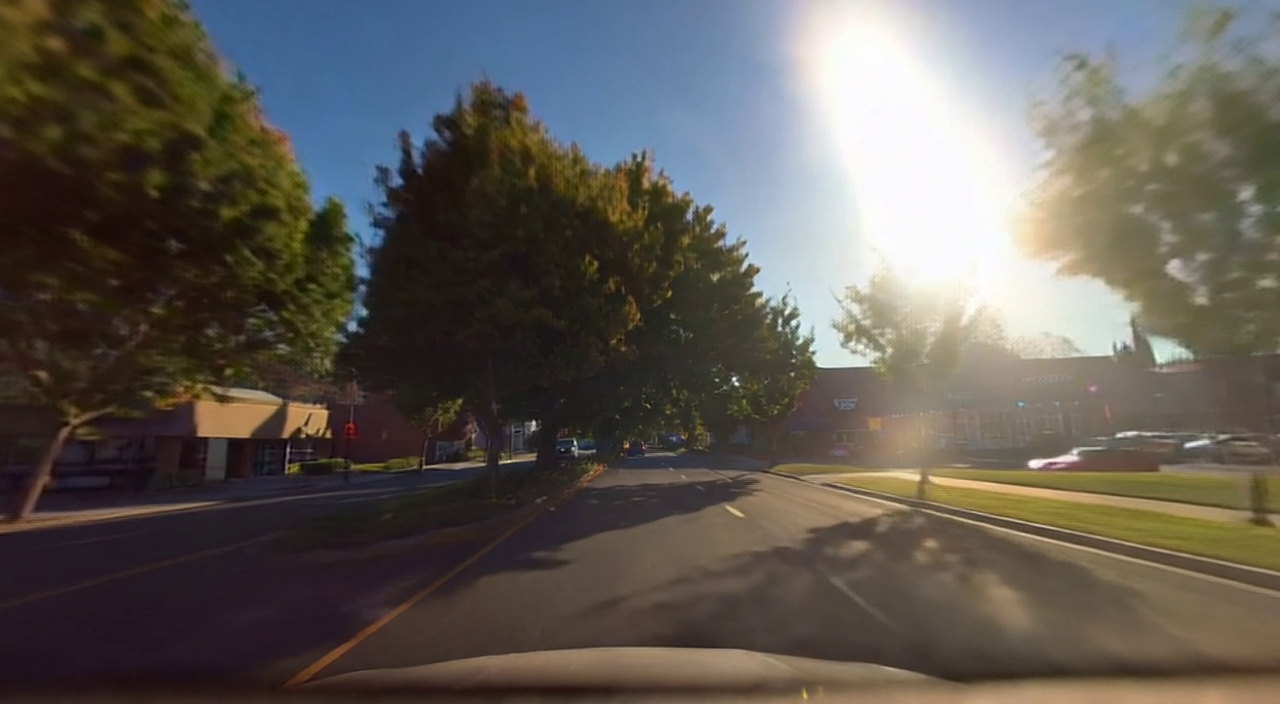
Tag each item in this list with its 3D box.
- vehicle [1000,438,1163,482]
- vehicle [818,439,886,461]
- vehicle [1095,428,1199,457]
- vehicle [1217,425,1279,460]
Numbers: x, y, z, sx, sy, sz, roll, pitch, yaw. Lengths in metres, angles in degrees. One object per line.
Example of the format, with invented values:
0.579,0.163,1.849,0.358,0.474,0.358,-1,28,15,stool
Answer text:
16.757,4.104,24.184,4.665,1.570,2.080,0,-8,0,vehicle
16.112,7.455,48.108,4.421,1.412,1.949,-2,-8,0,vehicle
31.626,5.701,39.655,2.015,1.681,5.292,0,-8,-2,vehicle
34.430,4.908,34.250,1.843,1.774,4.626,0,-8,0,vehicle
